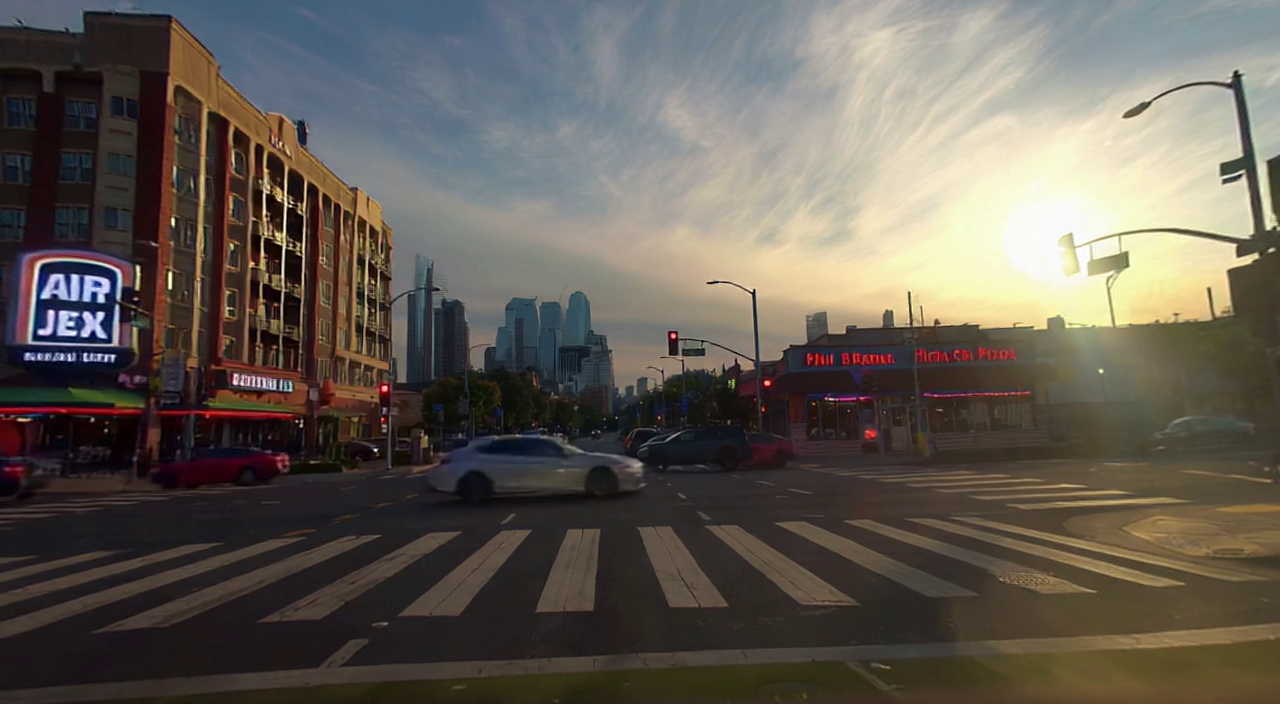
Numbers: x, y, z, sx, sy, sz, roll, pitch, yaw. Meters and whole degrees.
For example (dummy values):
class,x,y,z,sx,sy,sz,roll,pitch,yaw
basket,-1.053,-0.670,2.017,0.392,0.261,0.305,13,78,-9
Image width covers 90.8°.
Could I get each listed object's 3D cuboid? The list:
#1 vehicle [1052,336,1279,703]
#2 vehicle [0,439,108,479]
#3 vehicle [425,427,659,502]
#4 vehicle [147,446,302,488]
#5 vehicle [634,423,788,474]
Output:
class,x,y,z,sx,sy,sz,roll,pitch,yaw
vehicle,3.000,0.609,0.867,1.866,1.654,4.354,0,-8,-1
vehicle,-31.542,5.608,33.546,2.205,1.903,5.877,1,-9,-10
vehicle,-2.093,2.440,13.991,4.758,1.480,1.849,1,-8,-9
vehicle,-15.397,4.250,23.644,4.461,1.443,1.715,1,-9,-10
vehicle,2.212,3.108,20.472,4.612,1.521,1.811,1,-9,-9
